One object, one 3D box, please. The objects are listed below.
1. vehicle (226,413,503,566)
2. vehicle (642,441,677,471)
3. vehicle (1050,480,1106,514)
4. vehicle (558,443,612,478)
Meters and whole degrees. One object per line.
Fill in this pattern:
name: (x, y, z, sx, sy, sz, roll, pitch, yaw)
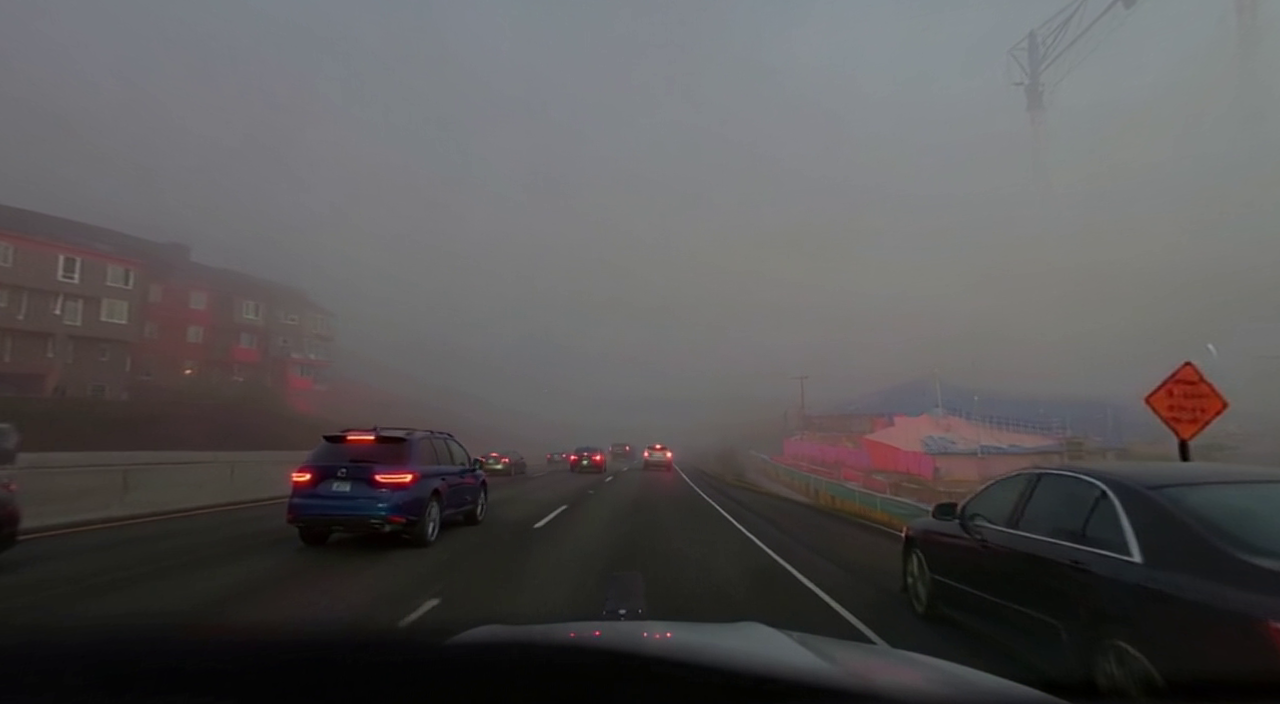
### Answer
vehicle: (-3.639, 1.899, 9.459, 2.045, 1.710, 4.382, 0, -8, 2)
vehicle: (1.222, 6.557, 39.761, 2.116, 1.763, 4.352, 0, -9, 1)
vehicle: (25.166, 8.306, 36.308, 1.873, 1.547, 4.240, -4, -9, 25)
vehicle: (-2.724, 5.526, 32.352, 2.109, 1.657, 4.554, 0, -8, 4)
